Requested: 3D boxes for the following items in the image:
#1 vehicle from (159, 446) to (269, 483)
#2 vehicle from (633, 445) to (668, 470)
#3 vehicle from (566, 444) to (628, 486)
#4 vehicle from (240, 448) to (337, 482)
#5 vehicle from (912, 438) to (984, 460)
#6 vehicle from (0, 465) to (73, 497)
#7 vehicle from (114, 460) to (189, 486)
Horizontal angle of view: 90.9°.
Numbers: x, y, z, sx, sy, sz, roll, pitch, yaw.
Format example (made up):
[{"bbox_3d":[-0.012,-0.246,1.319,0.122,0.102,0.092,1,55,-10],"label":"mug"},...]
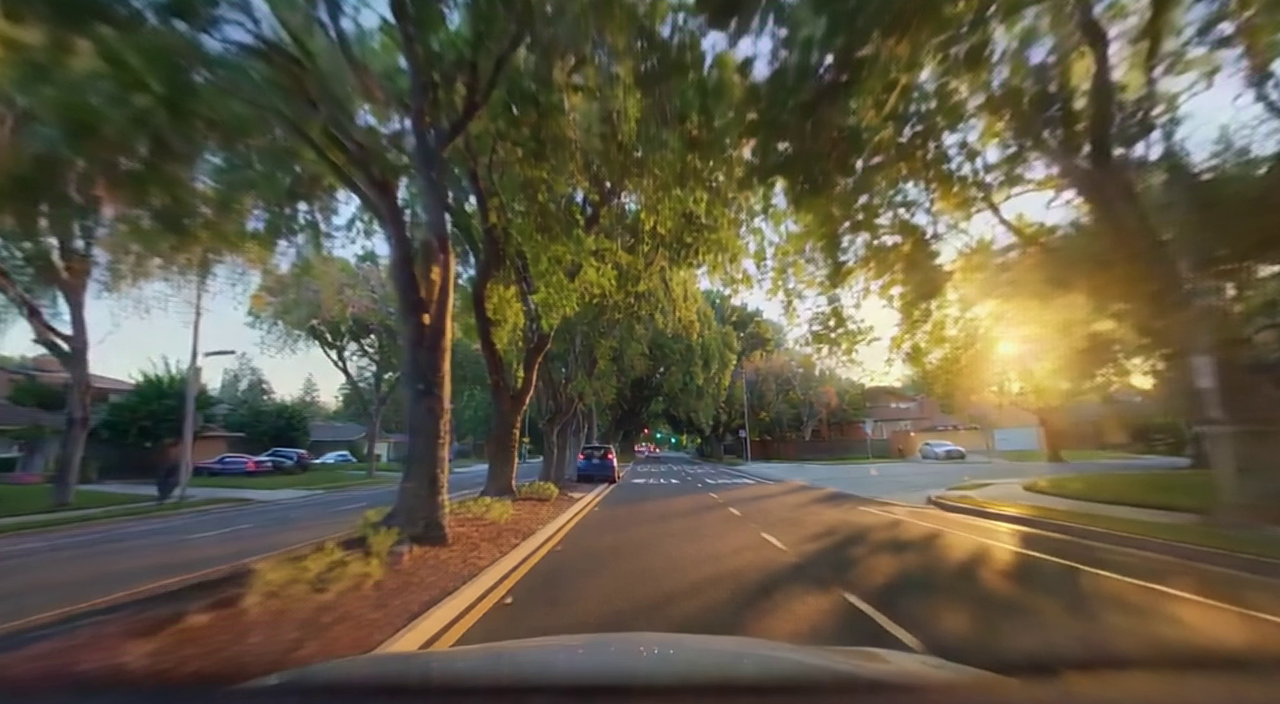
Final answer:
[{"bbox_3d":[-27.827,7.348,41.534,2.161,2.233,5.937,-3,-9,14],"label":"vehicle"},{"bbox_3d":[0.682,6.989,41.919,2.226,1.505,4.128,0,-9,0],"label":"vehicle"},{"bbox_3d":[-1.626,4.376,24.787,2.158,1.469,4.909,0,-9,-3],"label":"vehicle"},{"bbox_3d":[-22.359,7.203,40.439,2.173,1.849,5.752,-5,-9,12],"label":"vehicle"},{"bbox_3d":[23.065,7.299,47.289,4.318,1.601,1.975,0,-9,-4],"label":"vehicle"},{"bbox_3d":[-30.655,6.214,30.285,1.874,1.393,4.724,-2,-9,14],"label":"vehicle"},{"bbox_3d":[-33.129,8.176,42.867,1.774,1.484,3.684,-5,-9,13],"label":"vehicle"}]
